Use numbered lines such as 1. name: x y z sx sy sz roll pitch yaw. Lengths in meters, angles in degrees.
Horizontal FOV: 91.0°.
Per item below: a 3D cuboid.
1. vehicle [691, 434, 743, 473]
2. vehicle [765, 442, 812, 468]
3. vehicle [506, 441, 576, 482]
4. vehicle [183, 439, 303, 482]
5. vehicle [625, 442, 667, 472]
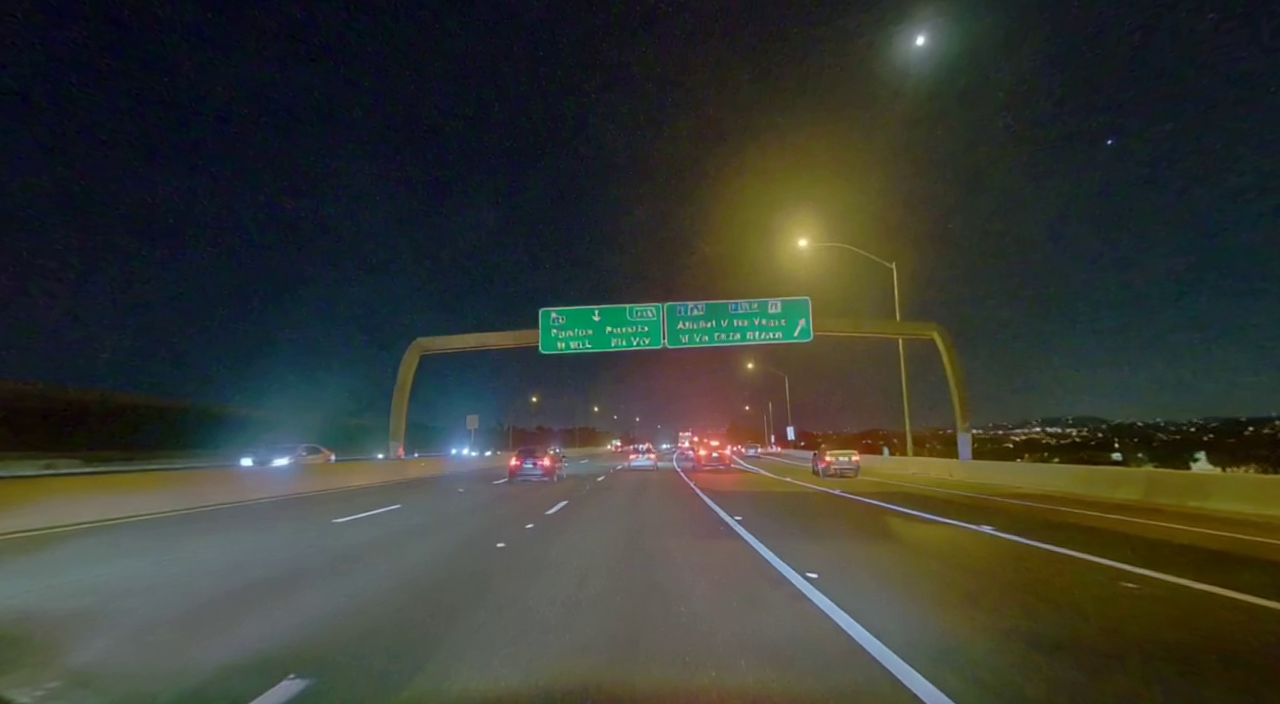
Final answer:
1. vehicle: 3.760 5.063 31.505 2.045 1.768 4.249 0 -9 0
2. vehicle: 9.035 6.291 38.649 1.971 1.464 4.357 0 -9 2
3. vehicle: -3.918 4.430 25.687 1.996 1.488 4.451 0 -9 2
4. vehicle: -16.512 4.536 26.534 1.948 1.643 4.612 0 -9 2
5. vehicle: 0.334 5.541 33.326 2.071 1.478 4.130 0 -9 1
